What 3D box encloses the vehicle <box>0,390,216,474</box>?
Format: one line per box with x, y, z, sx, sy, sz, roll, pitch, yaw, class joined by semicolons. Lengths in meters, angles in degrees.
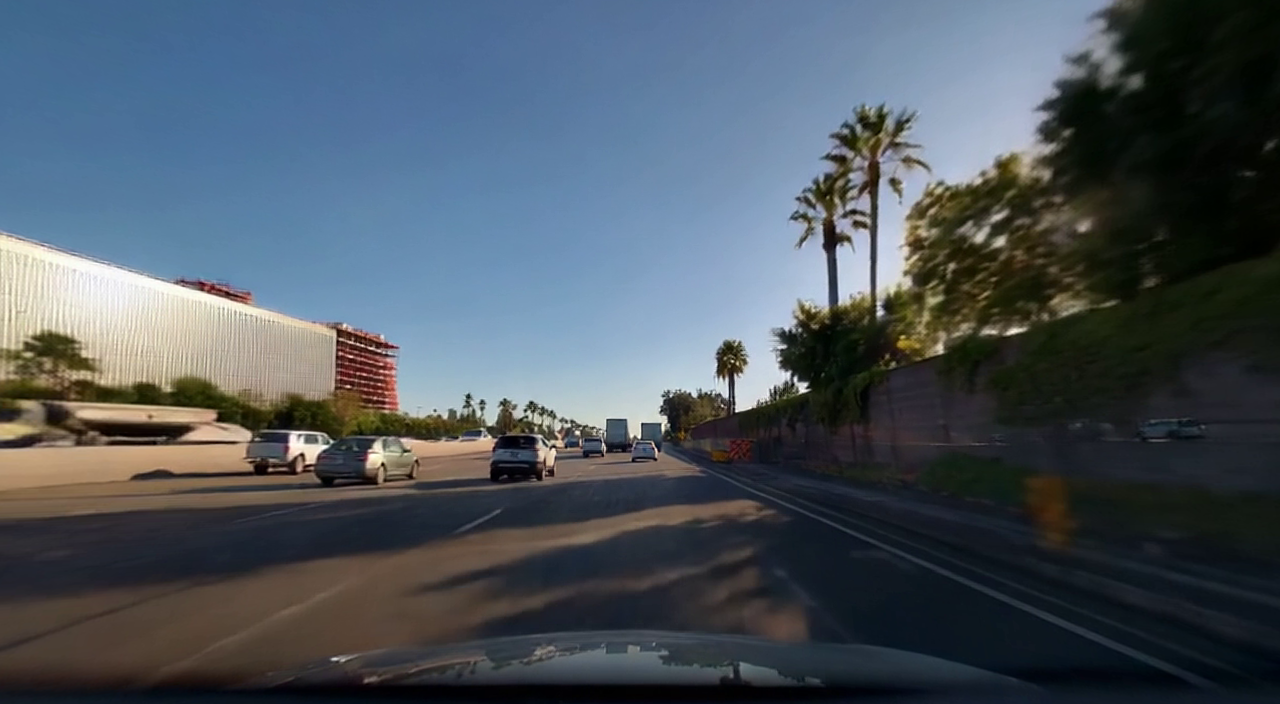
-26.786;4.014;31.217;3.047;3.360;11.583;-1;-8;3;vehicle

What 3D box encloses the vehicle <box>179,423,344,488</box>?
-11.847;3.272;20.319;2.077;1.829;5.101;0;-8;1;vehicle

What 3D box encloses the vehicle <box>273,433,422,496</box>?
-7.800;3.020;17.394;1.949;1.476;4.410;0;-8;1;vehicle

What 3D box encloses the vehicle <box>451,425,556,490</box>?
-4.017;3.186;19.444;2.108;1.740;4.549;0;-8;1;vehicle

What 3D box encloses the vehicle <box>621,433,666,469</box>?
0.207;5.031;32.228;2.136;1.678;4.052;0;-8;1;vehicle

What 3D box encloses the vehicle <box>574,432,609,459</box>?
-3.636;7.149;48.453;2.203;1.958;4.848;0;-8;1;vehicle
